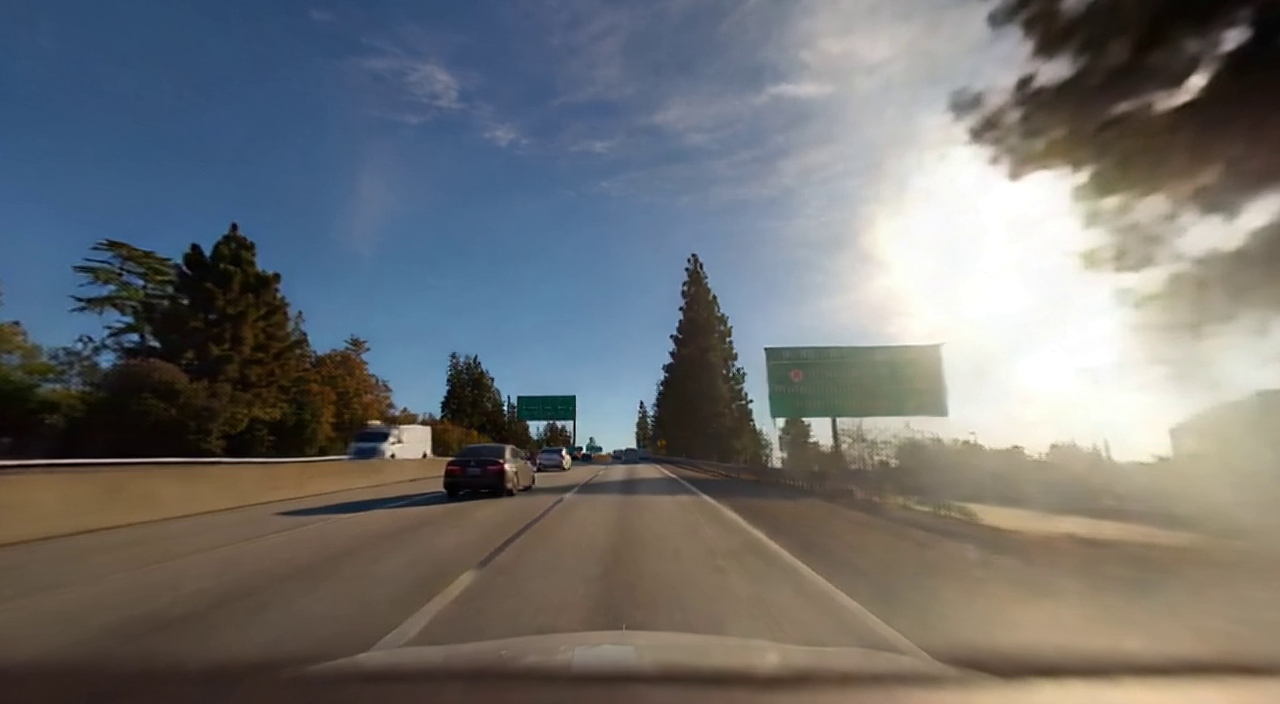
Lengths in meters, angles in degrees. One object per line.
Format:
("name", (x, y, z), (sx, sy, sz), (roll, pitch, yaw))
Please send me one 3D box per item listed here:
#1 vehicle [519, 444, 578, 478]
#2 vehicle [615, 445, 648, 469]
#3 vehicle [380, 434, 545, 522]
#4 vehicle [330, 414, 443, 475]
("vehicle", (-4.201, 5.057, 29.647), (2.107, 1.453, 4.462), (0, -8, 0))
("vehicle", (-0.558, 6.877, 41.596), (2.100, 1.471, 3.956), (0, -8, -1))
("vehicle", (-3.403, 2.502, 13.204), (2.067, 1.509, 4.551), (0, -8, 1))
("vehicle", (-13.702, 5.091, 35.000), (3.032, 2.987, 7.725), (0, -8, 0))
